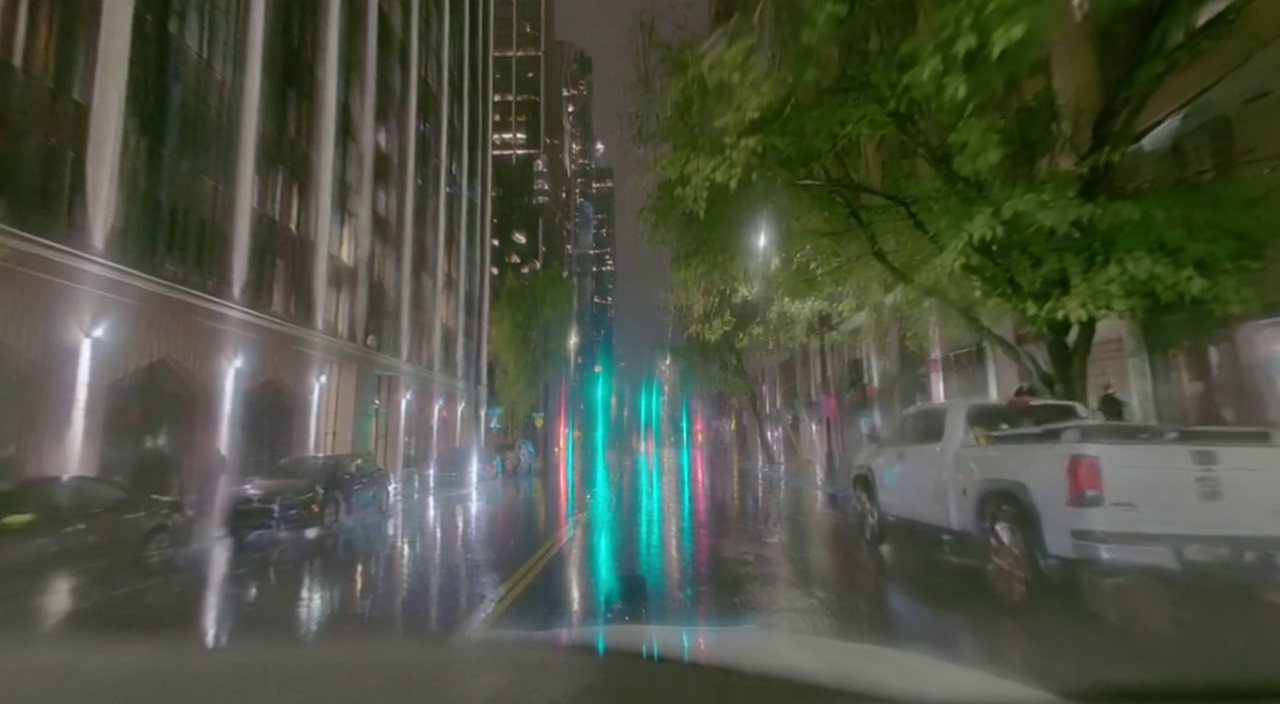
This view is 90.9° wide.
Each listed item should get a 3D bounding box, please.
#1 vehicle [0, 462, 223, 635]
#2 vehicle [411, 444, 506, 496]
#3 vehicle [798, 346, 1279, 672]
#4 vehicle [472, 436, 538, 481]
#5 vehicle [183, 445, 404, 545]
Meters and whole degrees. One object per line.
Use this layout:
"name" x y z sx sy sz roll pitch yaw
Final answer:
"vehicle" -6.891 2.023 6.540 1.889 1.451 5.013 -3 -8 -2
"vehicle" -6.596 4.306 23.518 2.270 1.539 4.855 -3 -8 -2
"vehicle" 3.898 1.361 6.971 2.568 2.001 5.999 0 -8 -2
"vehicle" -6.404 5.070 30.490 2.273 1.871 4.920 -3 -8 -2
"vehicle" -6.695 2.747 12.930 2.110 1.498 4.555 -3 -8 -2
